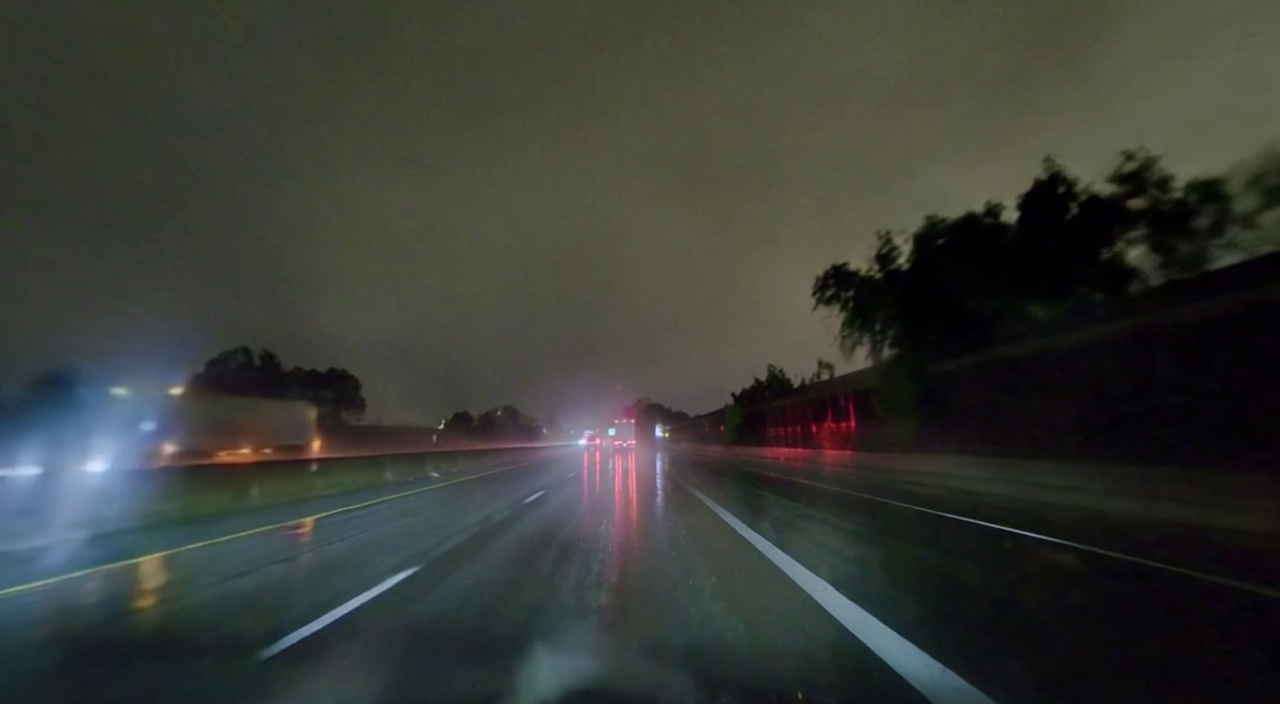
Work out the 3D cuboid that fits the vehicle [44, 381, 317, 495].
[{"bbox_3d":[-17.275,3.437,25.320,2.988,3.577,10.665,0,-8,-1],"label":"vehicle"}]
